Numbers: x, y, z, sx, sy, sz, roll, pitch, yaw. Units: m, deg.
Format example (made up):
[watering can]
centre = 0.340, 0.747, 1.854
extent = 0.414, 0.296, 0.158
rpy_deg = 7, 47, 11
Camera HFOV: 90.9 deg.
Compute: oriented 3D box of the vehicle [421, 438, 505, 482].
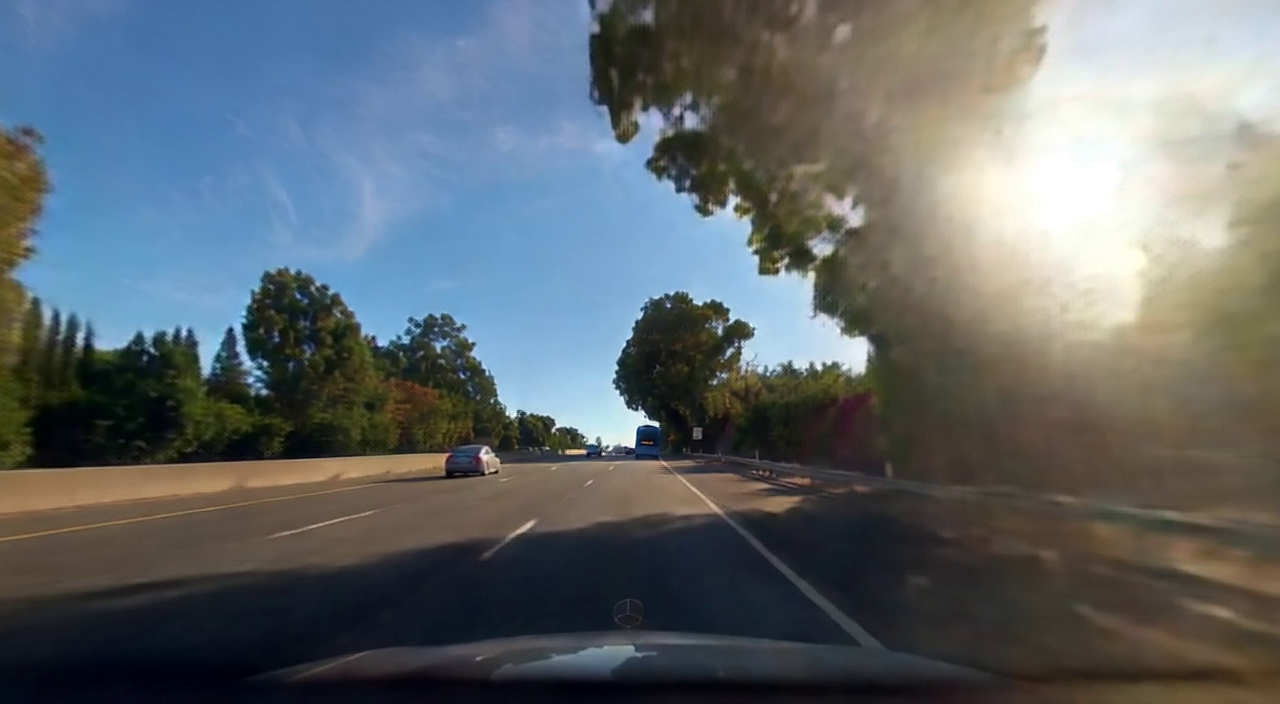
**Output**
[vehicle]
centre = -7.289, 4.483, 26.506
extent = 2.080, 1.674, 4.660
rpy_deg = 0, -8, 1
